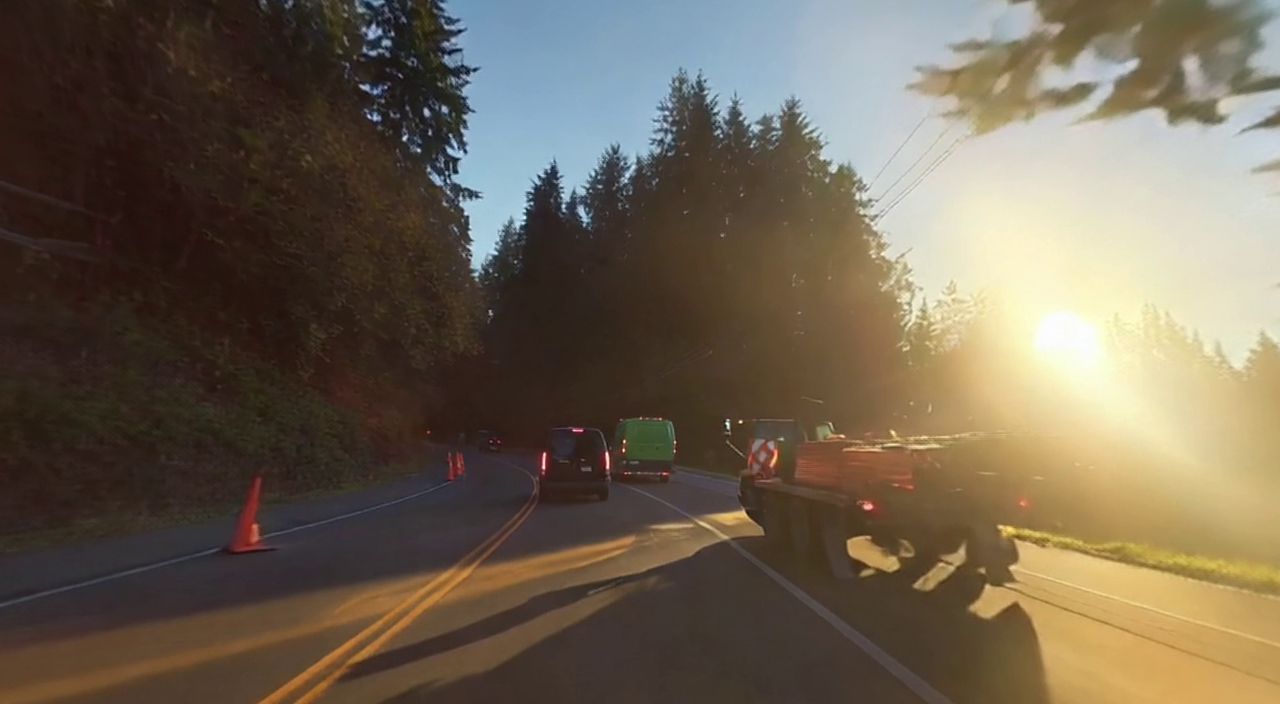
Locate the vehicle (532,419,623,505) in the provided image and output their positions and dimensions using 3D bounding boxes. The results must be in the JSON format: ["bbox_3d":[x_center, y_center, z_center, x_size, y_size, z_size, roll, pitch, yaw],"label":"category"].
[{"bbox_3d":[-1.966,3.252,19.069,2.362,2.223,4.892,1,-9,-8],"label":"vehicle"}]

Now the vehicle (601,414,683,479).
[{"bbox_3d":[-0.151,5.459,36.864,3.126,3.310,8.534,1,-8,-11],"label":"vehicle"}]
